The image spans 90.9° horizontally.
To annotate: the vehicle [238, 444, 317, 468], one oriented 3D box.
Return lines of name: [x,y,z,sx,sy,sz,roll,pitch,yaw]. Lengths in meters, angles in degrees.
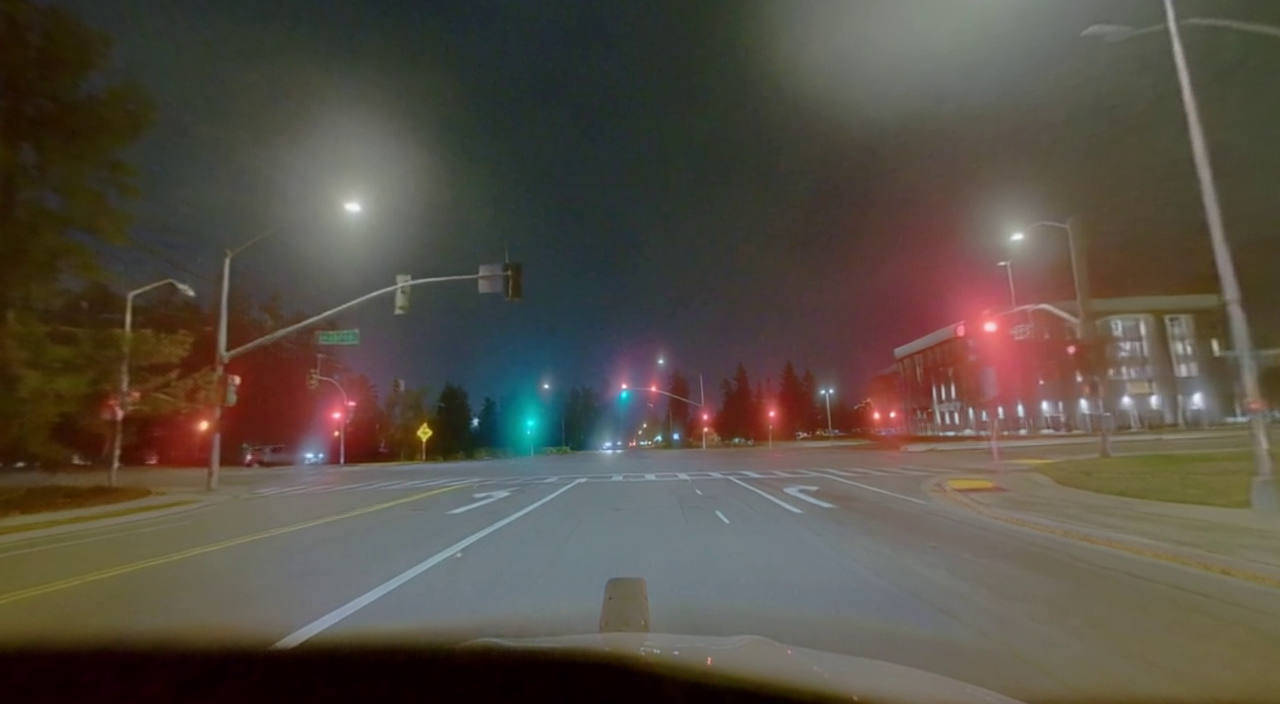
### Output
vehicle: [-25.030,7.156,43.579,4.332,1.573,1.900,0,-8,3]
